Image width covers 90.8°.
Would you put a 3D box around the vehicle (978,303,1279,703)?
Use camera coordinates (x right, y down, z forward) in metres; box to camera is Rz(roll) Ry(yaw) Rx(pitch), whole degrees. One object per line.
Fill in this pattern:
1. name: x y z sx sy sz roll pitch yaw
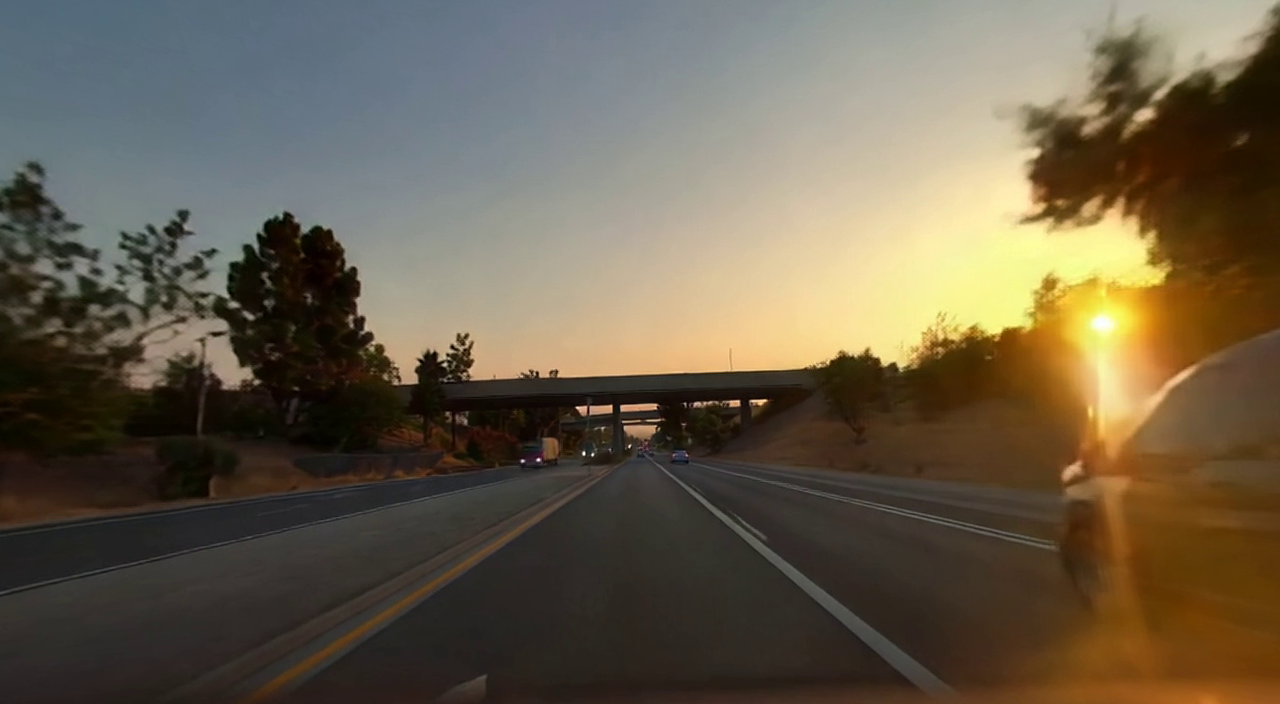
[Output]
1. vehicle: 3.867 0.742 2.391 2.152 1.998 5.380 0 -9 0
